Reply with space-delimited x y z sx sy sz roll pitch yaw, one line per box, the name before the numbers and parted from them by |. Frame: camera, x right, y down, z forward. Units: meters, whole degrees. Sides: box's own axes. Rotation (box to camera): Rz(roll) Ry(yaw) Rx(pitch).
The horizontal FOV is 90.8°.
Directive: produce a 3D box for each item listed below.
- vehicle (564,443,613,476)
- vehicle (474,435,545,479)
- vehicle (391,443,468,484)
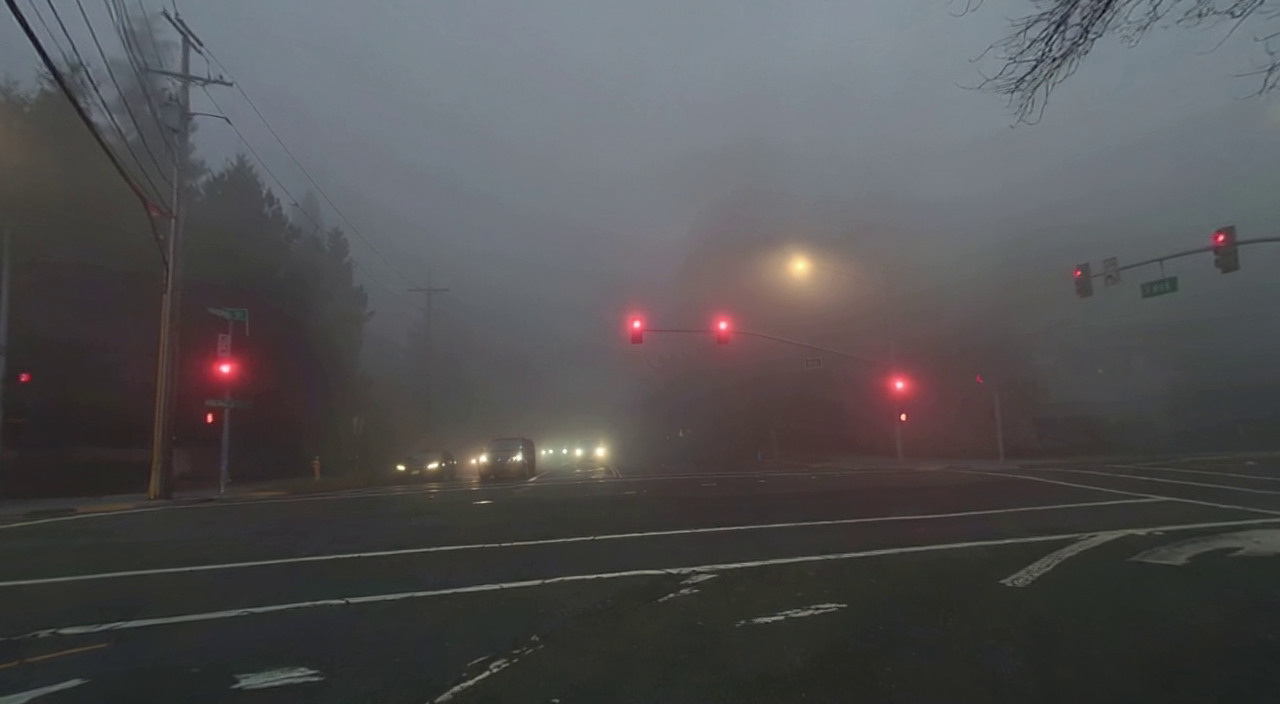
vehicle | -2.415 5.219 30.932 2.174 1.477 4.805 0 -9 -2
vehicle | -6.401 5.233 31.766 2.479 1.977 5.254 0 -9 -1
vehicle | -10.173 5.393 30.981 2.241 1.819 4.690 0 -9 -1
